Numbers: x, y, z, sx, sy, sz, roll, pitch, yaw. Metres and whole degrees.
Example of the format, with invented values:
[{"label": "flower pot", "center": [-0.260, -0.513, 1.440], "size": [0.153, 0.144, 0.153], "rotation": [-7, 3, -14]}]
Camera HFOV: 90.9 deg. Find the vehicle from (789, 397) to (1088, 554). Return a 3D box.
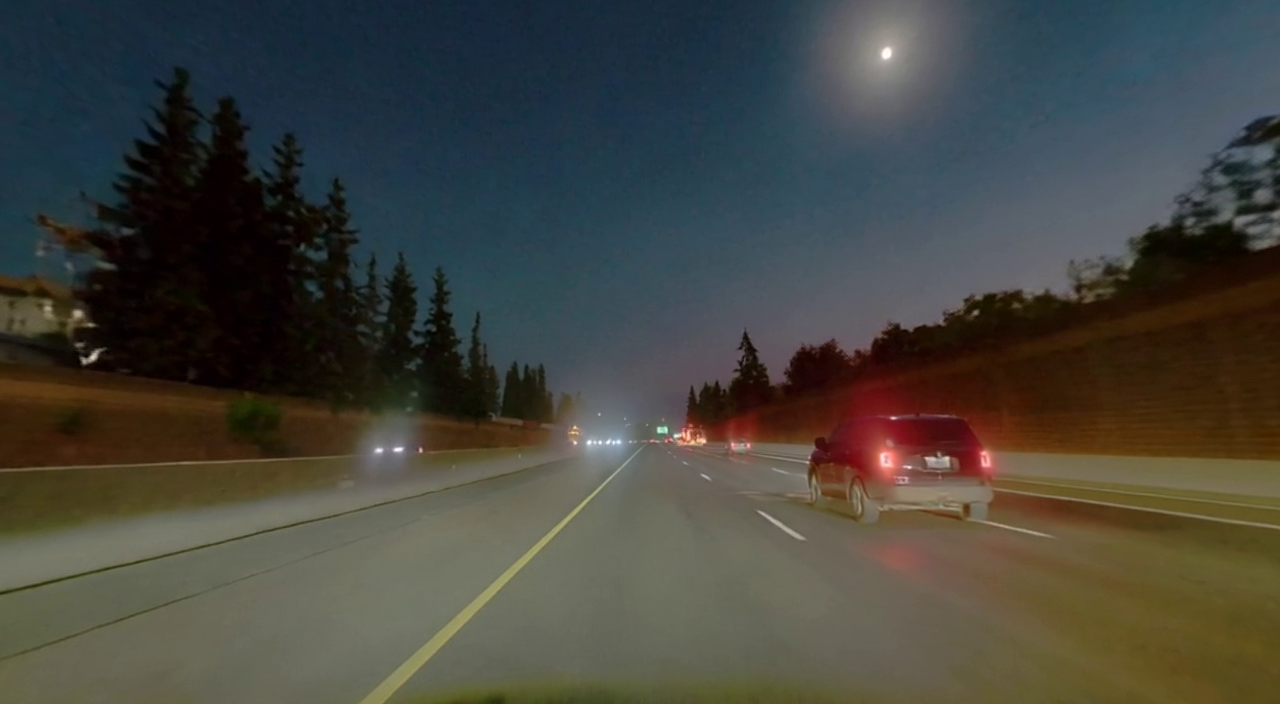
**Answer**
[{"label": "vehicle", "center": [3.972, 1.750, 9.587], "size": [2.190, 1.783, 4.637], "rotation": [0, -8, -1]}]
